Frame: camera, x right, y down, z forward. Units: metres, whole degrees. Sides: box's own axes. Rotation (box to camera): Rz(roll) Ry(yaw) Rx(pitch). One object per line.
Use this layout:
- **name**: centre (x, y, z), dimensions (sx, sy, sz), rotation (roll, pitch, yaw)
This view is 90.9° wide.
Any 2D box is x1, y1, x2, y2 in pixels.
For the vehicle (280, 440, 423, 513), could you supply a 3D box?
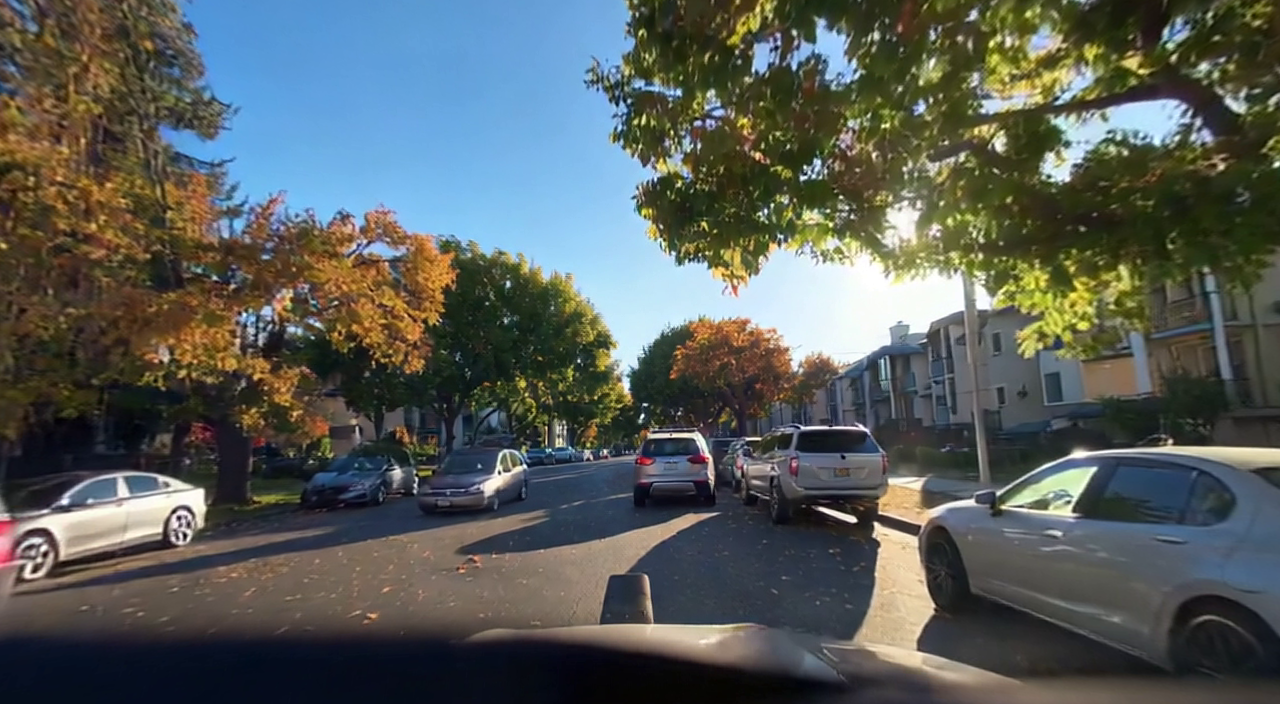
- **vehicle**: centre (-7.902, 3.418, 17.851), dimensions (2.002, 1.774, 4.568), rotation (0, -9, -2)

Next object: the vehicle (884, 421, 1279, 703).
- **vehicle**: centre (3.391, 1.187, 3.875), dimensions (1.881, 1.403, 4.214), rotation (0, -9, -3)

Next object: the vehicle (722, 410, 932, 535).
- **vehicle**: centre (3.074, 2.141, 11.846), dimensions (2.082, 1.799, 5.207), rotation (0, -9, -3)

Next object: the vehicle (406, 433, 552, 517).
- **vehicle**: centre (-3.616, 2.838, 15.028), dimensions (2.018, 1.691, 3.995), rotation (-1, -9, 7)

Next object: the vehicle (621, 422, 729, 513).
- **vehicle**: centre (0.628, 2.596, 14.684), dimensions (2.055, 1.717, 5.172), rotation (0, -9, -1)

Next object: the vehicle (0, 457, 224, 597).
- **vehicle**: centre (-8.097, 2.328, 8.835), dimensions (1.859, 1.432, 4.315), rotation (-5, -8, -4)
